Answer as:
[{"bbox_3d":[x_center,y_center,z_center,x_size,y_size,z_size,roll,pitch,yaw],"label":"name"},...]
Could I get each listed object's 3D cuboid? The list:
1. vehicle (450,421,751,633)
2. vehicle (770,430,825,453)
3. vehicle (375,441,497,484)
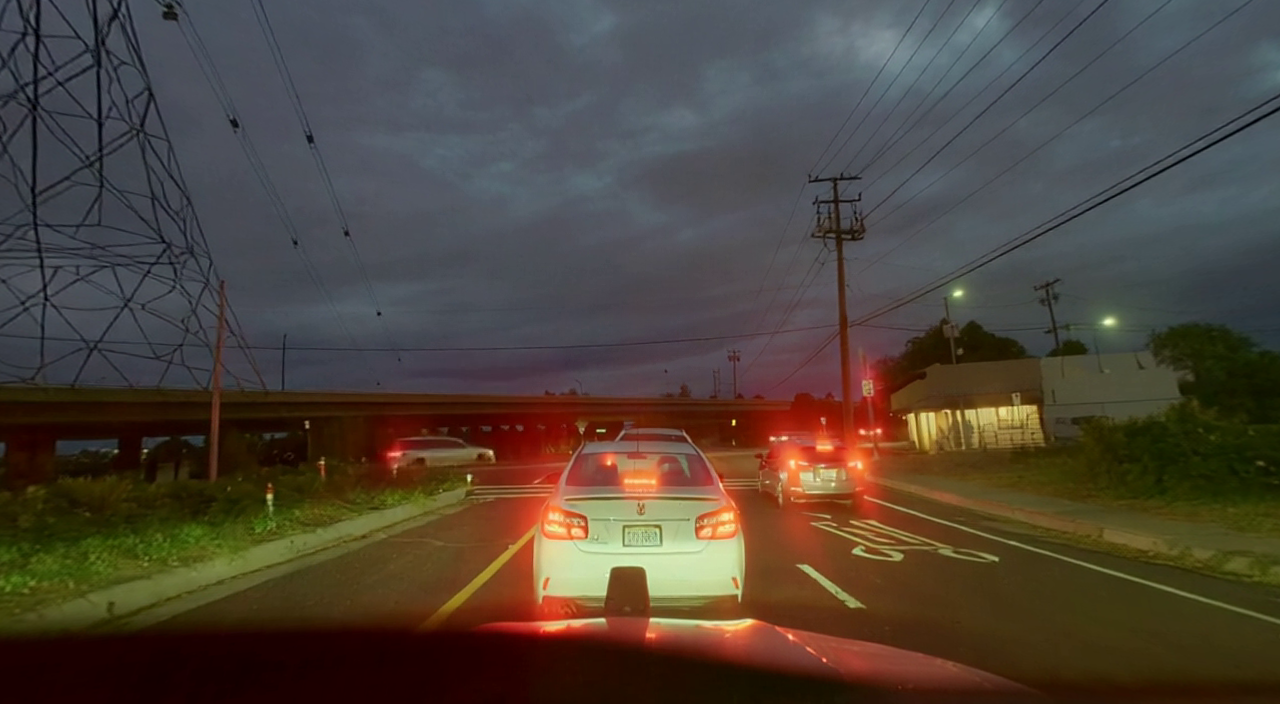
[{"bbox_3d":[-0.240,1.526,6.470,2.090,1.458,4.033,-1,-9,1],"label":"vehicle"},{"bbox_3d":[12.051,6.859,48.041,1.986,1.667,4.748,-8,-12,43],"label":"vehicle"},{"bbox_3d":[-8.446,4.556,26.402,1.901,1.637,4.435,-9,-12,44],"label":"vehicle"}]
